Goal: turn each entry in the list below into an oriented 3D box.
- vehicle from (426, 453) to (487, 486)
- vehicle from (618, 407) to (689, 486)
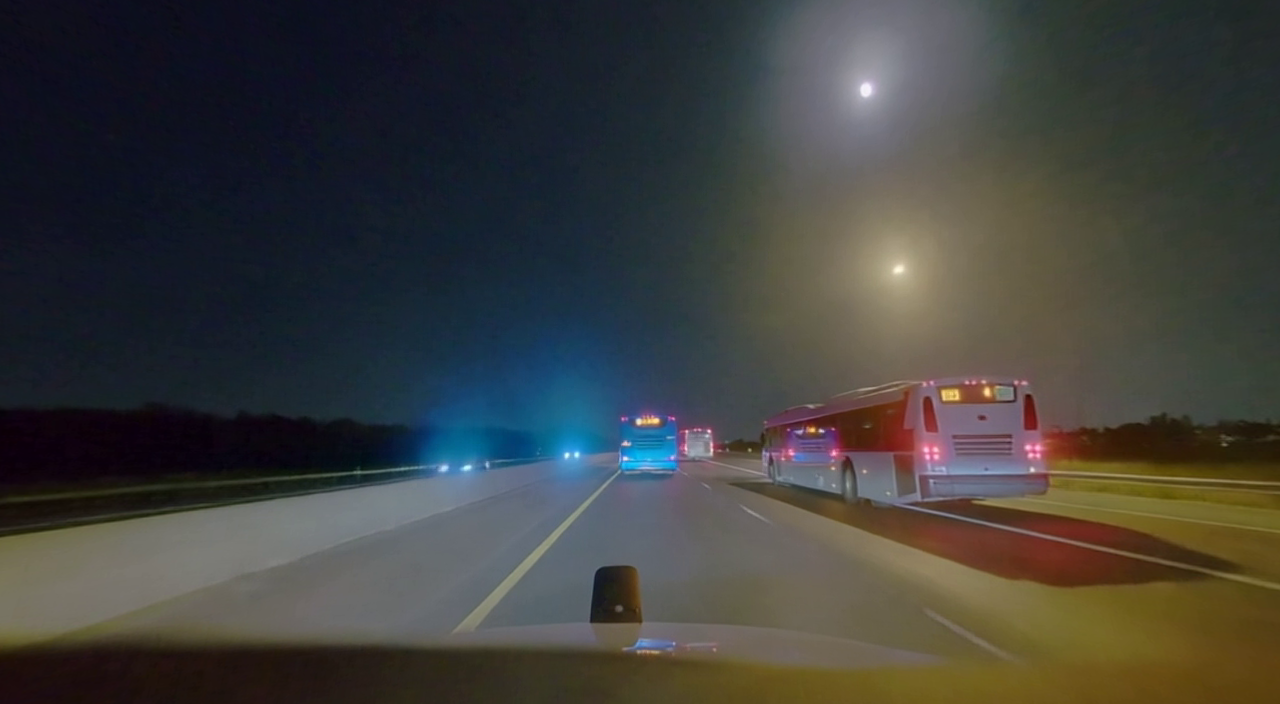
[{"bbox_3d":[-9.464,6.086,32.695,1.878,1.504,4.116,-1,-9,1],"label":"vehicle"},{"bbox_3d":[0.402,3.697,24.484,2.414,2.675,5.574,0,-9,-1],"label":"vehicle"}]
